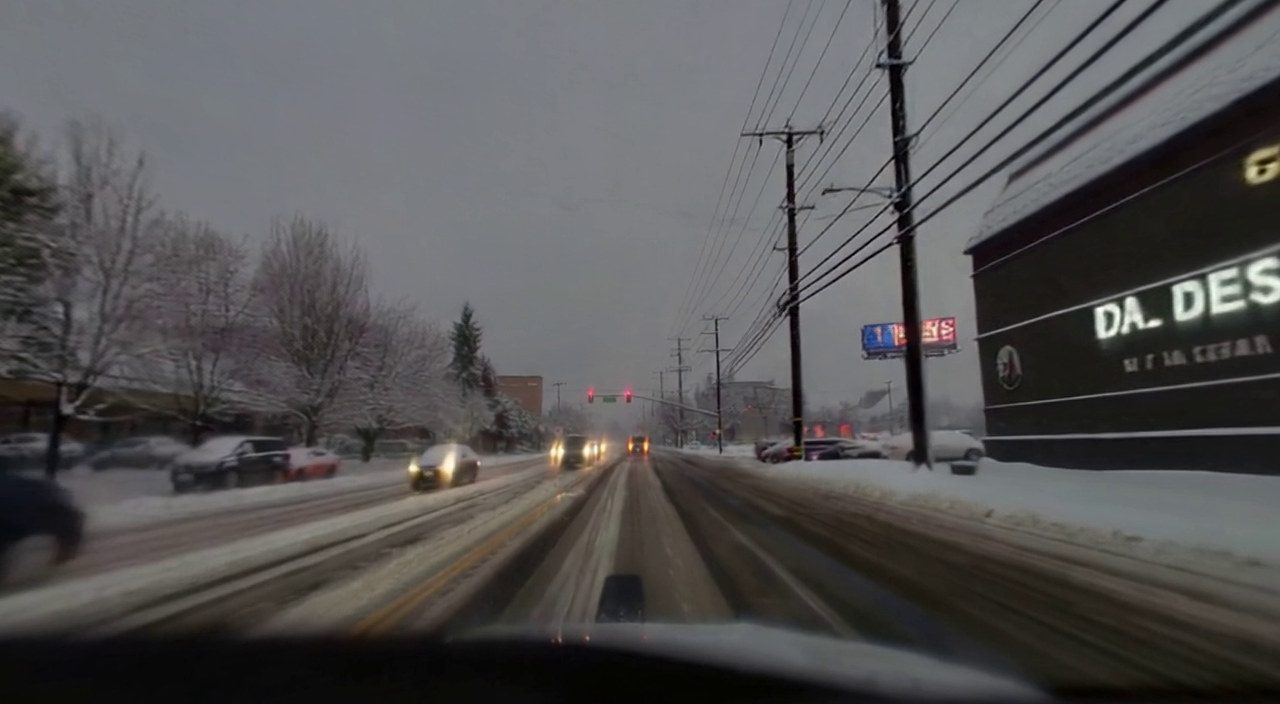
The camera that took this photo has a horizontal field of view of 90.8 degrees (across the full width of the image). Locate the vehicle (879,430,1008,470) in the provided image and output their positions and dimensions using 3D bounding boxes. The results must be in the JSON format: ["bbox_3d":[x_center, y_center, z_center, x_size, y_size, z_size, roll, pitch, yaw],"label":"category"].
[{"bbox_3d":[15.045,4.884,31.527,5.307,1.877,2.052,0,-9,-1],"label":"vehicle"}]

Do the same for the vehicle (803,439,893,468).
[{"bbox_3d":[11.283,5.534,34.456,4.238,1.464,1.862,0,-9,2],"label":"vehicle"}]

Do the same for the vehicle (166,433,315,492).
[{"bbox_3d":[-13.891,3.848,22.414,2.044,1.830,4.800,0,-9,2],"label":"vehicle"}]

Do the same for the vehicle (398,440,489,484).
[{"bbox_3d":[-7.357,4.159,24.161,2.020,1.479,4.612,0,-9,0],"label":"vehicle"}]

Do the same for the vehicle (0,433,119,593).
[{"bbox_3d":[-7.188,1.421,5.144,1.952,1.536,4.623,0,-9,0],"label":"vehicle"}]

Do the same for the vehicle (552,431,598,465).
[{"bbox_3d":[-3.931,5.952,39.226,2.277,1.904,5.583,0,-9,0],"label":"vehicle"}]

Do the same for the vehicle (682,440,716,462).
[{"bbox_3d":[4.053,6.925,44.227,1.926,1.482,4.442,0,-9,-1],"label":"vehicle"}]
